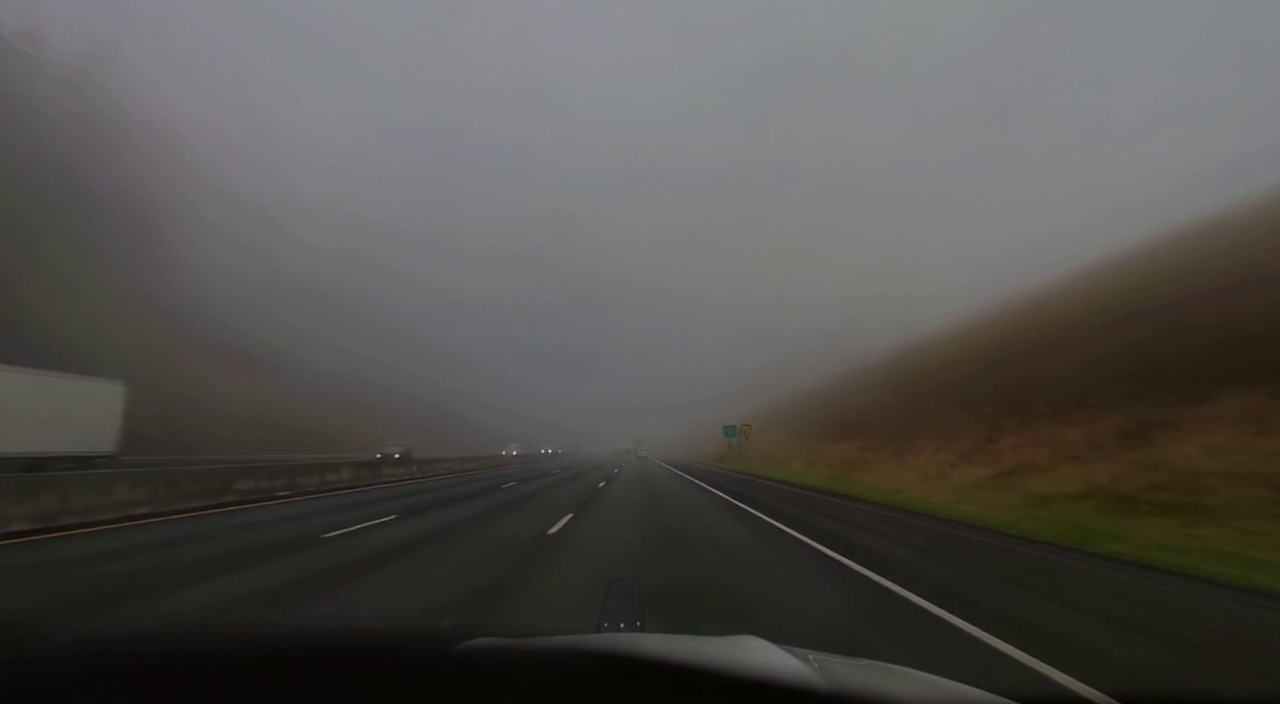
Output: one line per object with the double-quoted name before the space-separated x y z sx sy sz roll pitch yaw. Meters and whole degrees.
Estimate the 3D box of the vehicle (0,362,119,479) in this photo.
"vehicle" -23.304 1.942 18.964 2.904 3.928 14.552 0 -9 0
